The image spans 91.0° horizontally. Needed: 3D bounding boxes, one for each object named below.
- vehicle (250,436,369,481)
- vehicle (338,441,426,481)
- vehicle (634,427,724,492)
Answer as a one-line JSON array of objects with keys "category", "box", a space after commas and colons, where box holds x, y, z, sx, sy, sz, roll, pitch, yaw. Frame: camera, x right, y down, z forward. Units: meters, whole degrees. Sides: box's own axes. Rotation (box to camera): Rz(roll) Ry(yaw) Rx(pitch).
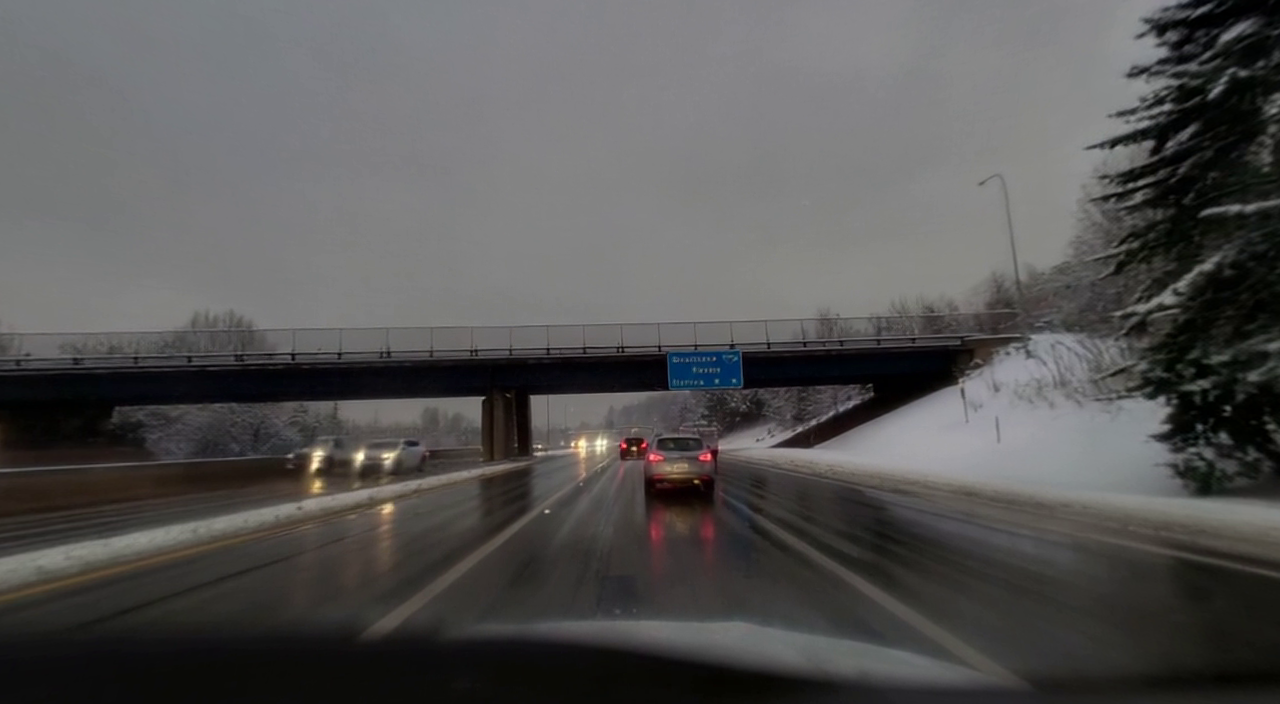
[{"category": "vehicle", "box": [-15.208, 4.905, 29.472, 2.454, 1.868, 5.753, -1, -8, 0]}, {"category": "vehicle", "box": [-11.363, 4.781, 28.105, 2.044, 1.502, 4.700, -3, -8, -1]}, {"category": "vehicle", "box": [0.991, 3.058, 18.264, 2.092, 1.636, 4.024, 0, -8, -4]}]
